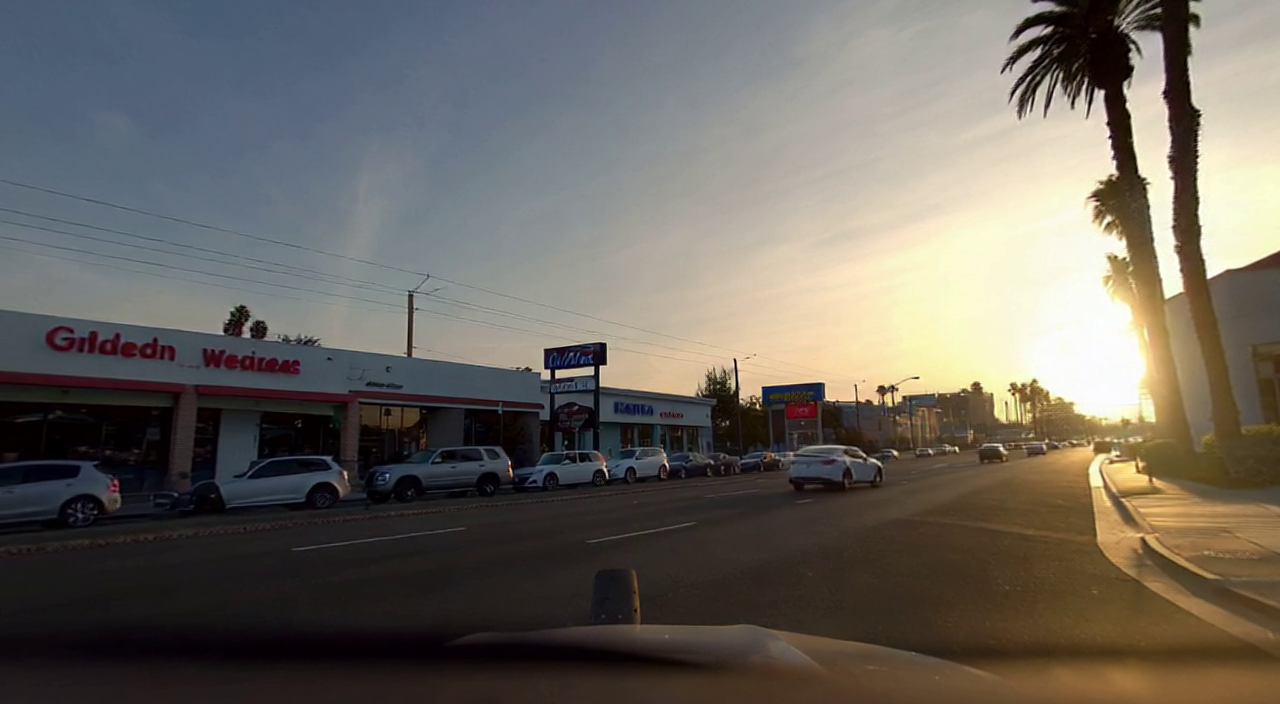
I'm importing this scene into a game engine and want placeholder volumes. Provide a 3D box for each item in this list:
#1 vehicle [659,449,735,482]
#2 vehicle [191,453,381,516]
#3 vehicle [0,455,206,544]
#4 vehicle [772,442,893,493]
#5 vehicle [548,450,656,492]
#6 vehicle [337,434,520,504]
[{"bbox_3d":[2.869,5.504,30.876,1.776,1.448,4.137,-6,-11,37],"label":"vehicle"},{"bbox_3d":[-10.567,3.900,19.135,1.900,1.615,4.573,-6,-11,37],"label":"vehicle"},{"bbox_3d":[-11.440,2.739,12.004,1.854,1.482,4.756,-6,-11,37],"label":"vehicle"},{"bbox_3d":[6.703,3.858,21.520,2.232,1.513,5.090,-6,-11,37],"label":"vehicle"},{"bbox_3d":[-1.409,4.650,25.001,1.837,1.468,4.389,-6,-11,37],"label":"vehicle"},{"bbox_3d":[-6.175,3.596,18.994,1.989,1.792,4.884,-9,-15,35],"label":"vehicle"}]
